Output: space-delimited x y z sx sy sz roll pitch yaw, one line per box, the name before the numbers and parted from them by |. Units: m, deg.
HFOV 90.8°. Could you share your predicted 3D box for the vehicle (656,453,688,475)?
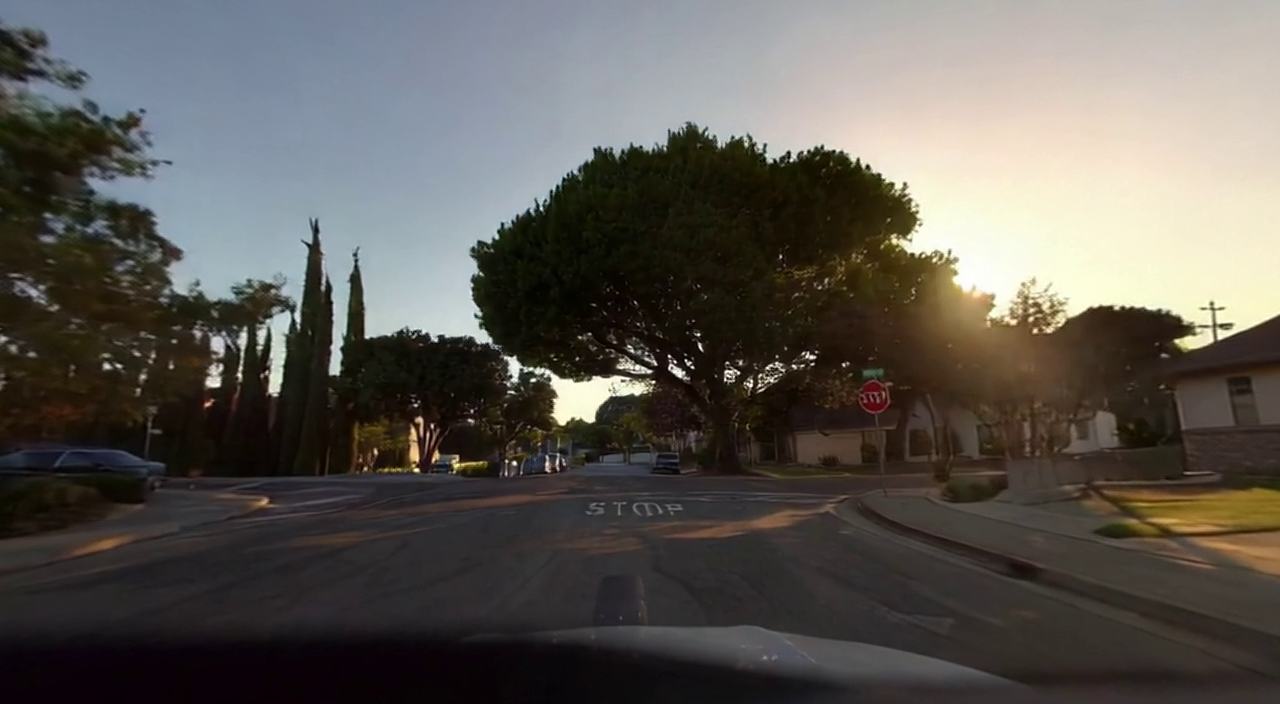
vehicle | 2.254 7.974 45.301 2.046 1.465 3.940 0 -9 -1
